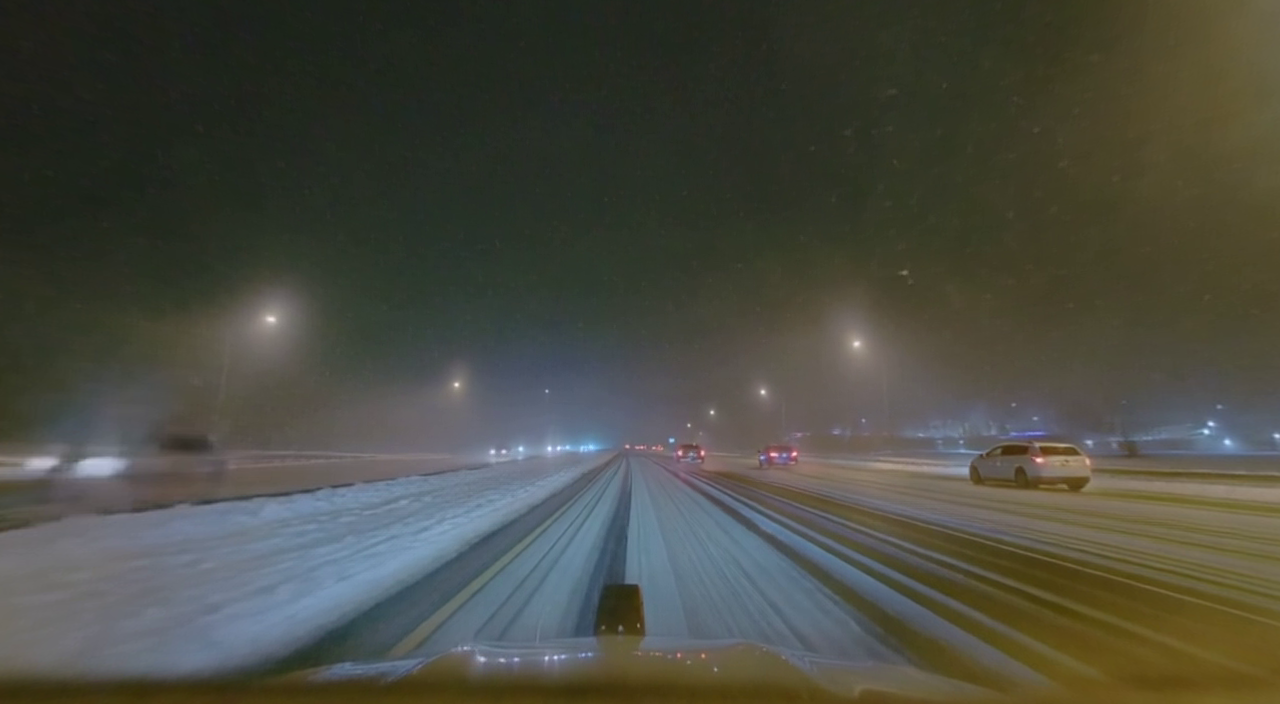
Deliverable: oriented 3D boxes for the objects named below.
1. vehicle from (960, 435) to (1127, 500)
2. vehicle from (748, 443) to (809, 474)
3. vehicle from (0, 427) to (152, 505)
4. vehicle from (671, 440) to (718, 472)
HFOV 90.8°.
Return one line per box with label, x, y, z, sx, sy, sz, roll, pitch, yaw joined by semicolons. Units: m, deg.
vehicle;10.919;3.139;17.523;1.844;1.560;4.085;0;-8;-1
vehicle;6.862;5.306;31.766;1.952;1.442;4.259;1;-9;-2
vehicle;-10.503;1.830;10.391;1.866;1.163;3.756;0;-8;2
vehicle;2.841;5.517;33.737;1.977;1.601;4.598;1;-9;-2
